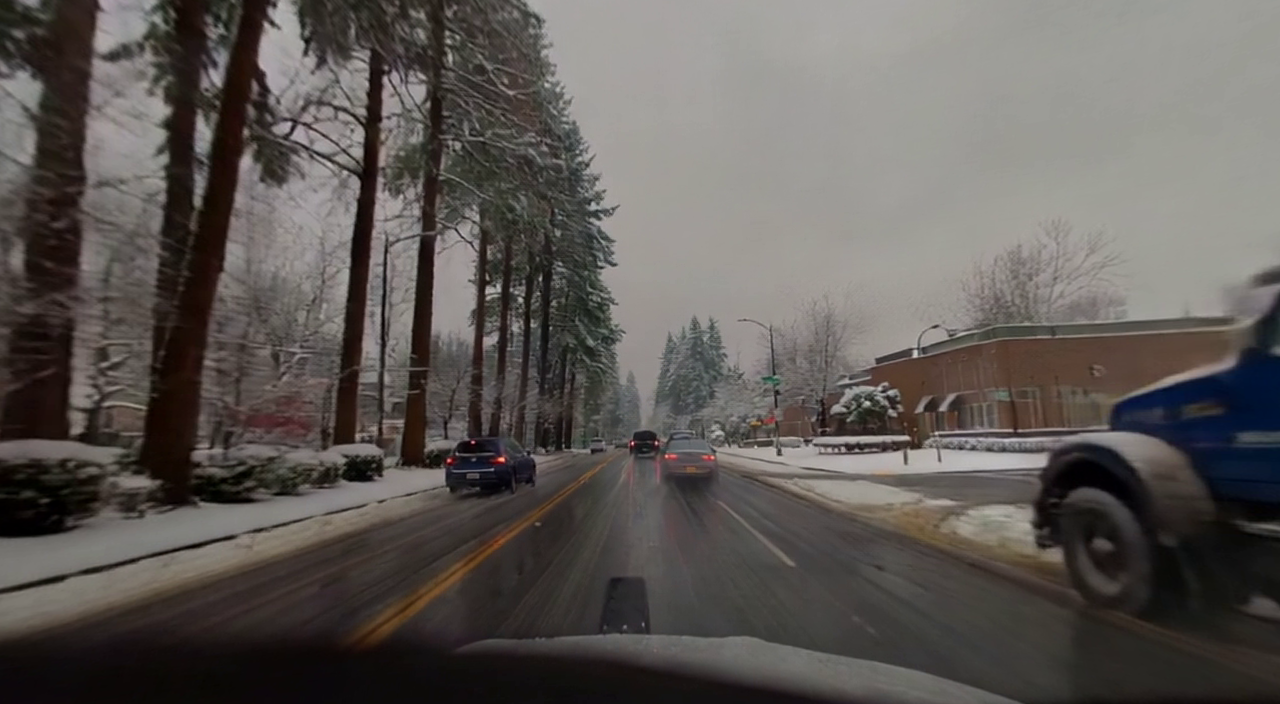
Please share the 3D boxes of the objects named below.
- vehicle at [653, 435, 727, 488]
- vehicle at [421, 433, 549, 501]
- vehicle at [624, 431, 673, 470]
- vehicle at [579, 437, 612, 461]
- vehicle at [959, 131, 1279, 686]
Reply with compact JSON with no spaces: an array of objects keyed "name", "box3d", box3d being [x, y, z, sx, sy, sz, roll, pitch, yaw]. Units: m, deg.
[{"name":"vehicle","box3d":[1.587,3.411,20.008,2.086,1.466,4.026,-1,-8,4]},{"name":"vehicle","box3d":[-3.802,2.908,16.485,2.003,1.507,4.808,0,-8,2]},{"name":"vehicle","box3d":[0.460,4.886,31.515,2.289,1.808,4.033,0,-8,2]},{"name":"vehicle","box3d":[-3.218,7.180,46.752,2.062,1.641,4.193,0,-8,1]},{"name":"vehicle","box3d":[5.338,0.211,2.858,3.089,3.258,8.841,-1,-8,0]}]
